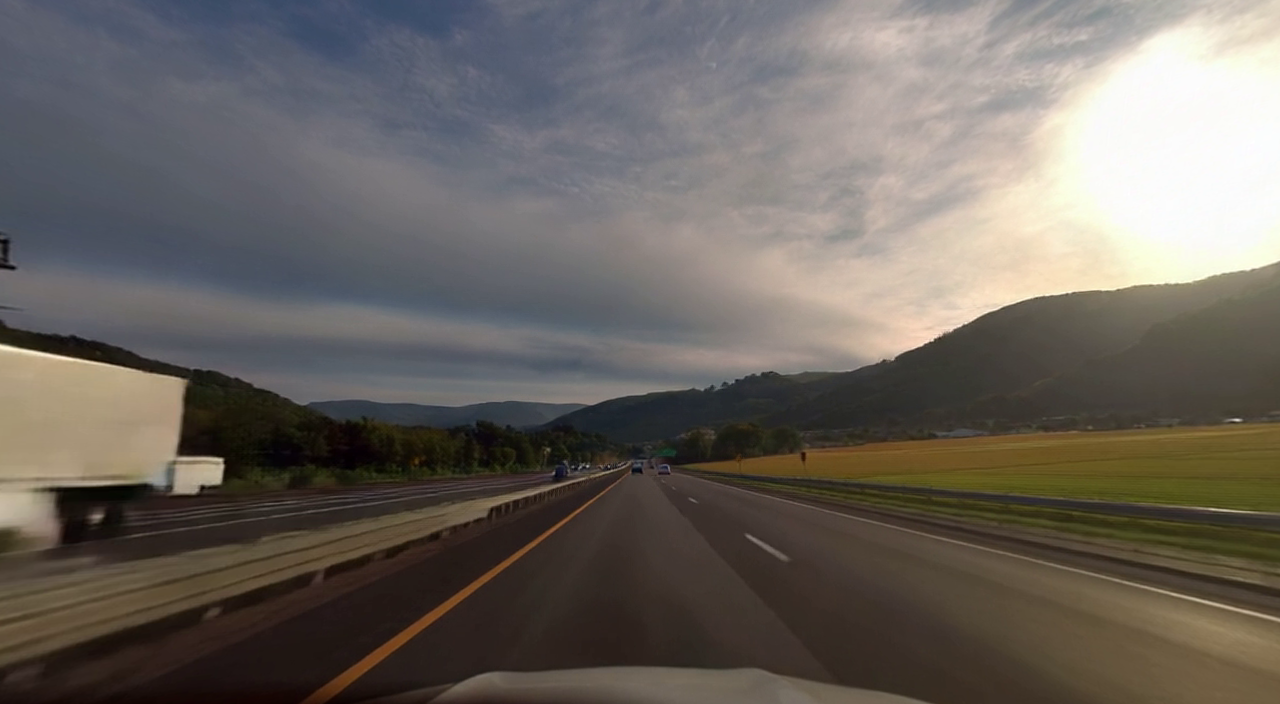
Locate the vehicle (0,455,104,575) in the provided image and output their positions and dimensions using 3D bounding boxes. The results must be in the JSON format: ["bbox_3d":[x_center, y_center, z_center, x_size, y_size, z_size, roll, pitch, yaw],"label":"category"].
[{"bbox_3d":[-9.257,1.987,7.512,1.903,1.543,4.233,1,-10,0],"label":"vehicle"}]

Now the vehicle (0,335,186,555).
[{"bbox_3d":[-13.634,1.306,9.491,2.865,4.107,14.092,1,-10,0],"label":"vehicle"}]
